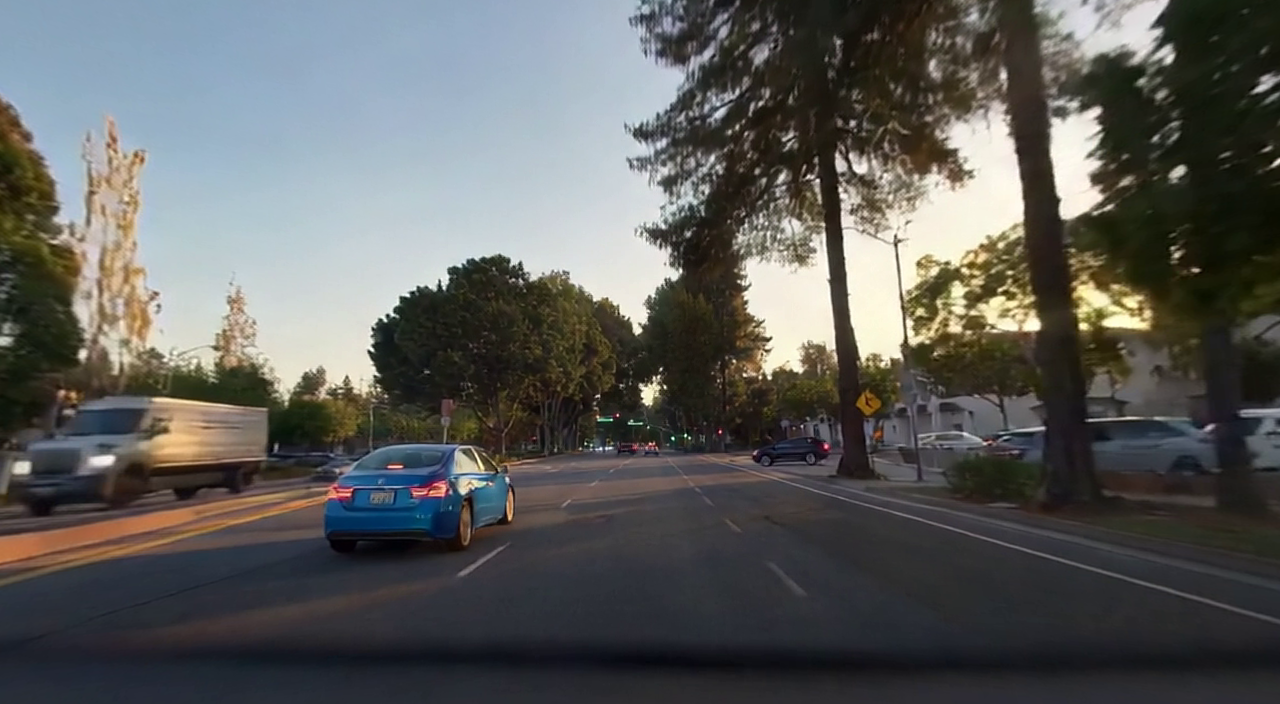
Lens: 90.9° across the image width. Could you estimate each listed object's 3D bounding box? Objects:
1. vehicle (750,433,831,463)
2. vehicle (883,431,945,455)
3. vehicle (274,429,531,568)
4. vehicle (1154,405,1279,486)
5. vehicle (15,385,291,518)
[{"bbox_3d":[8.892,5.691,37.461,4.511,1.720,2.131,-2,-8,11],"label":"vehicle"},{"bbox_3d":[17.565,5.875,40.616,1.966,1.451,4.297,0,-9,-1],"label":"vehicle"},{"bbox_3d":[-2.978,1.932,9.128,1.924,1.480,4.421,-1,-8,1],"label":"vehicle"},{"bbox_3d":[13.310,1.858,12.631,4.133,1.466,2.103,0,-9,0],"label":"vehicle"},{"bbox_3d":[-14.758,3.131,20.170,2.826,3.446,7.237,-1,-9,1],"label":"vehicle"}]
